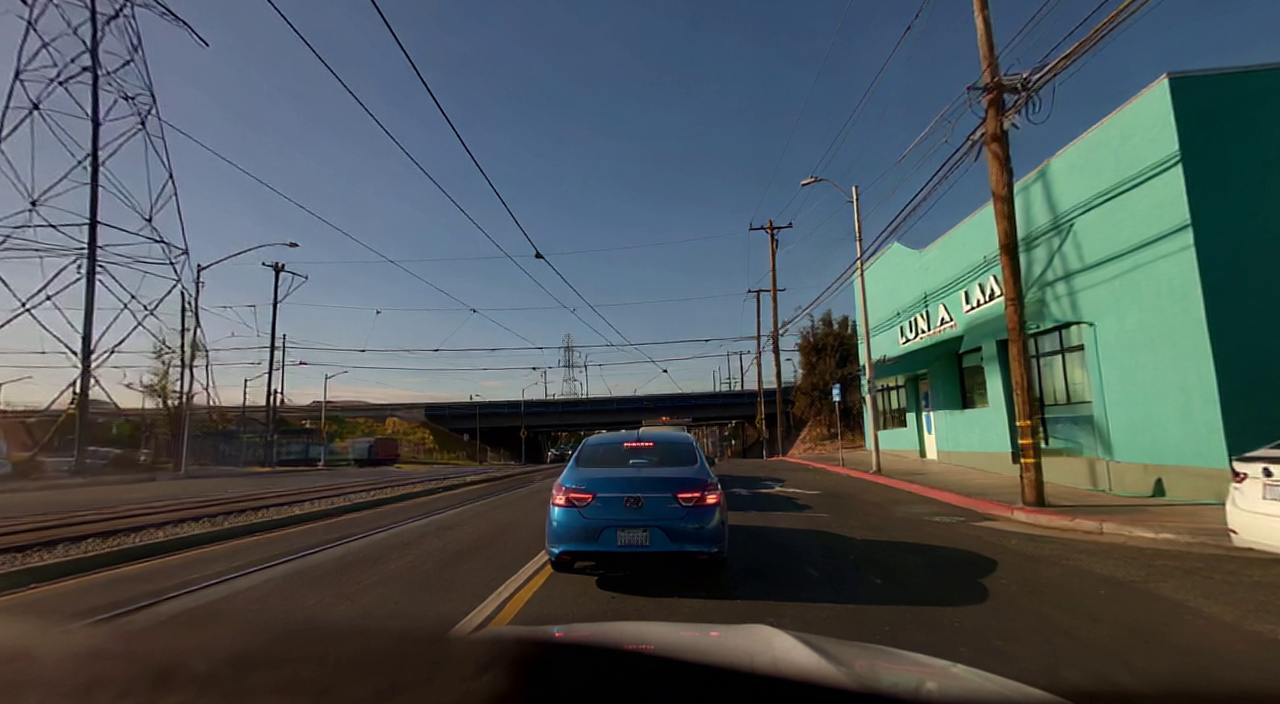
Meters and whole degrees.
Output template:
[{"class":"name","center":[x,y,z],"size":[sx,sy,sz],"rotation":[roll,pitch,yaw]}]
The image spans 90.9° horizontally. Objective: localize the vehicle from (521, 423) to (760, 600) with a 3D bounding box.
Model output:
[{"class":"vehicle","center":[0.094,1.707,7.614],"size":[2.090,1.518,4.033],"rotation":[-1,-9,3]}]

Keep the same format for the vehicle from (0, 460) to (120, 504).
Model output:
[{"class":"vehicle","center":[-21.931,4.688,22.838],"size":[4.566,1.453,1.935],"rotation":[-1,-9,5]}]
